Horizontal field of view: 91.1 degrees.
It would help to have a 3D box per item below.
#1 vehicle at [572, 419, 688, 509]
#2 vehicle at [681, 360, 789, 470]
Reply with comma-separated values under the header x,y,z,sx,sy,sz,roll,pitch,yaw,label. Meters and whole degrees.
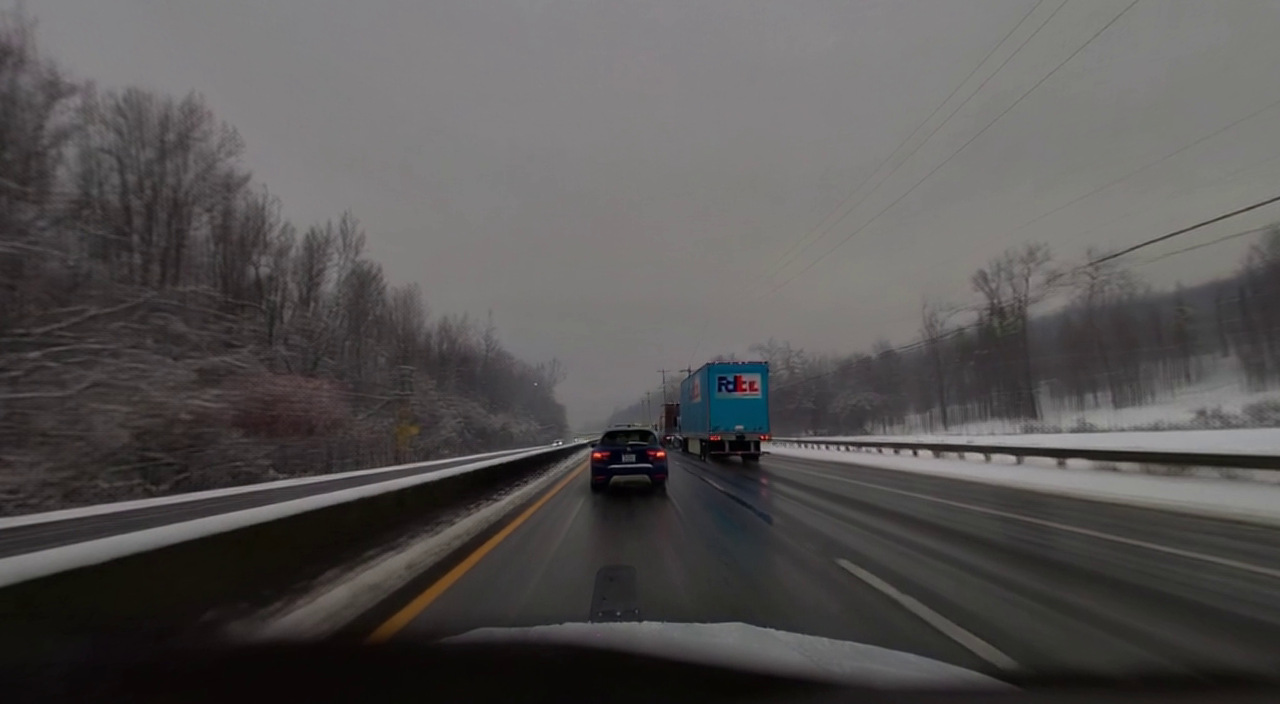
x,y,z,sx,sy,sz,roll,pitch,yaw,label
-0.223,2.244,13.140,2.062,1.581,3.914,0,-8,-1,vehicle
3.612,2.796,26.591,2.835,3.872,8.916,0,-8,-2,vehicle
